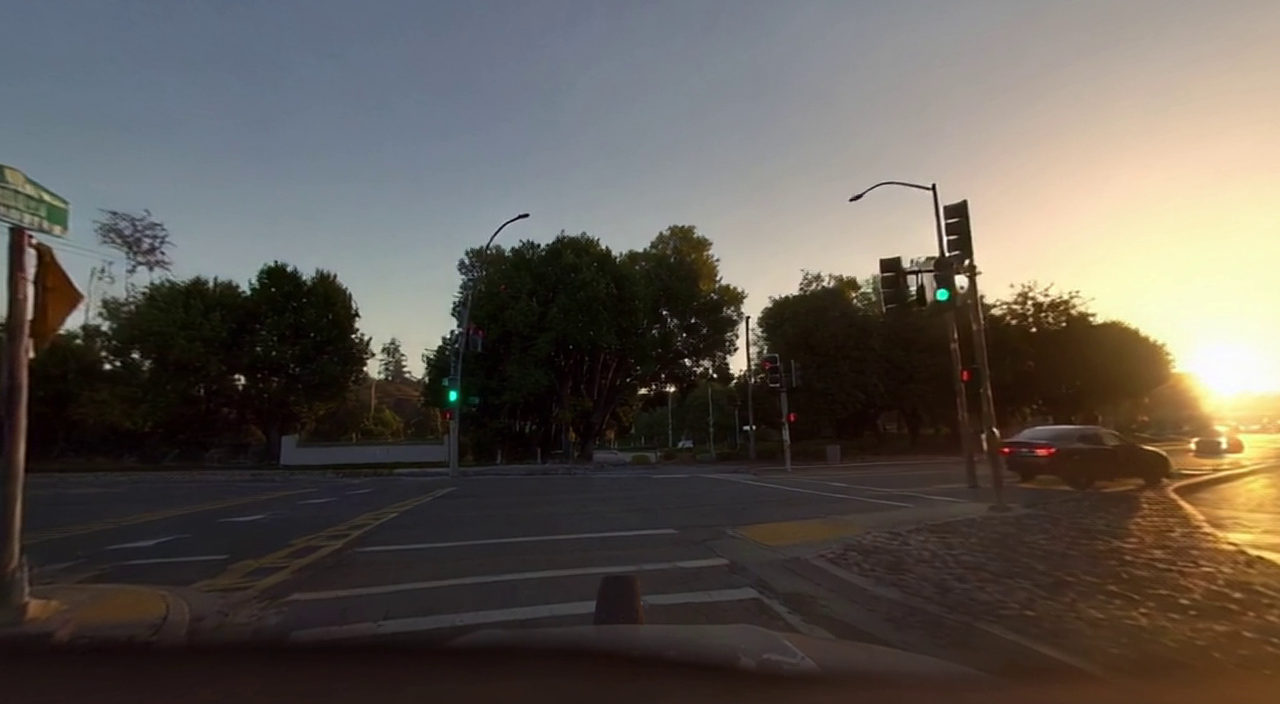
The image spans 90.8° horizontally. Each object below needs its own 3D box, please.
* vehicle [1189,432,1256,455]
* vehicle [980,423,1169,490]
[{"bbox_3d":[42.777,6.687,46.371,4.483,1.605,2.025,4,-9,-27],"label":"vehicle"},{"bbox_3d":[11.755,2.777,17.106,4.545,1.602,2.014,4,-9,-24],"label":"vehicle"}]
